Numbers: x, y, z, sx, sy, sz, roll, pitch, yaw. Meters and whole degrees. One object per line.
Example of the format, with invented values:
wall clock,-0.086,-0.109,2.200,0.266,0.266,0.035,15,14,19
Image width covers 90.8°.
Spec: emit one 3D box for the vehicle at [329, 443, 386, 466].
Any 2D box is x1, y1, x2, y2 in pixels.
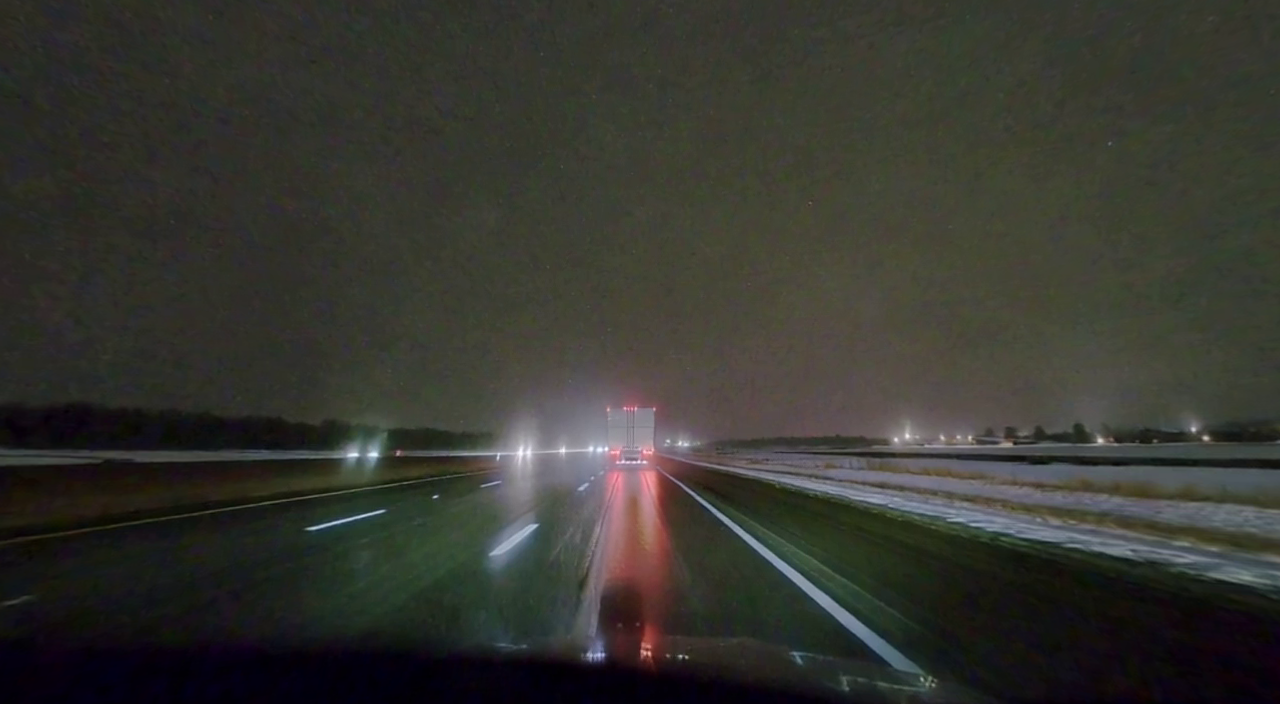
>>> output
vehicle,-19.967,7.270,44.806,1.968,1.556,4.775,0,-9,-1
